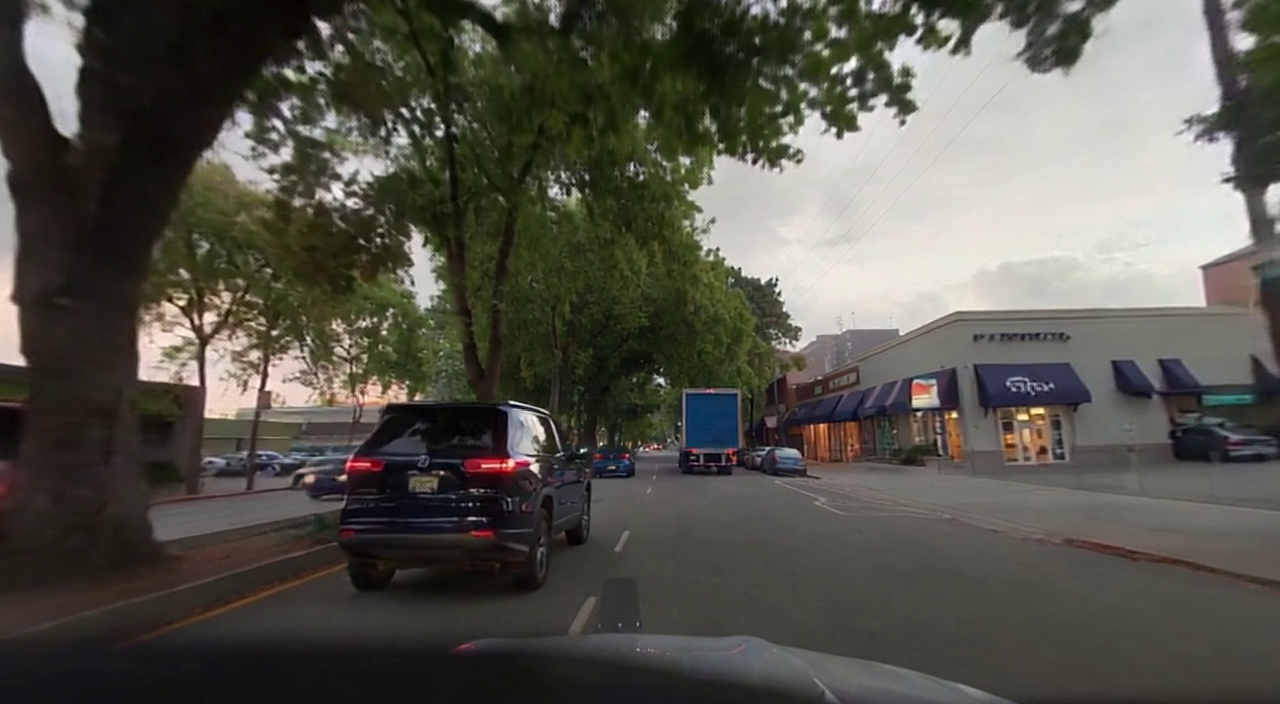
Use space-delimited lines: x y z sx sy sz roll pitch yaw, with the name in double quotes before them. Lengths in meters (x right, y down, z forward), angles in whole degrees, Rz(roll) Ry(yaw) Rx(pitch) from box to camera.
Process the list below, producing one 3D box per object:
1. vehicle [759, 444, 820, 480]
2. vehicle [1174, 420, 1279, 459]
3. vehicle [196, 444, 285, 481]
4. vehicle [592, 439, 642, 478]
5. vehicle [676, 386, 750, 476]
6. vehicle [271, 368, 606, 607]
"vehicle" 6.717 4.980 28.884 1.929 1.522 4.158 0 -9 2
"vehicle" 25.148 3.685 26.276 1.868 1.461 4.714 0 -9 3
"vehicle" -27.859 7.686 44.370 2.153 2.378 5.796 0 -8 3
"vehicle" -1.038 5.088 30.512 2.040 1.711 4.475 -1 -9 3
"vehicle" 3.780 4.659 36.109 3.007 4.206 12.913 0 -8 2
"vehicle" -1.884 1.521 7.950 2.293 2.036 4.853 -1 -9 4
